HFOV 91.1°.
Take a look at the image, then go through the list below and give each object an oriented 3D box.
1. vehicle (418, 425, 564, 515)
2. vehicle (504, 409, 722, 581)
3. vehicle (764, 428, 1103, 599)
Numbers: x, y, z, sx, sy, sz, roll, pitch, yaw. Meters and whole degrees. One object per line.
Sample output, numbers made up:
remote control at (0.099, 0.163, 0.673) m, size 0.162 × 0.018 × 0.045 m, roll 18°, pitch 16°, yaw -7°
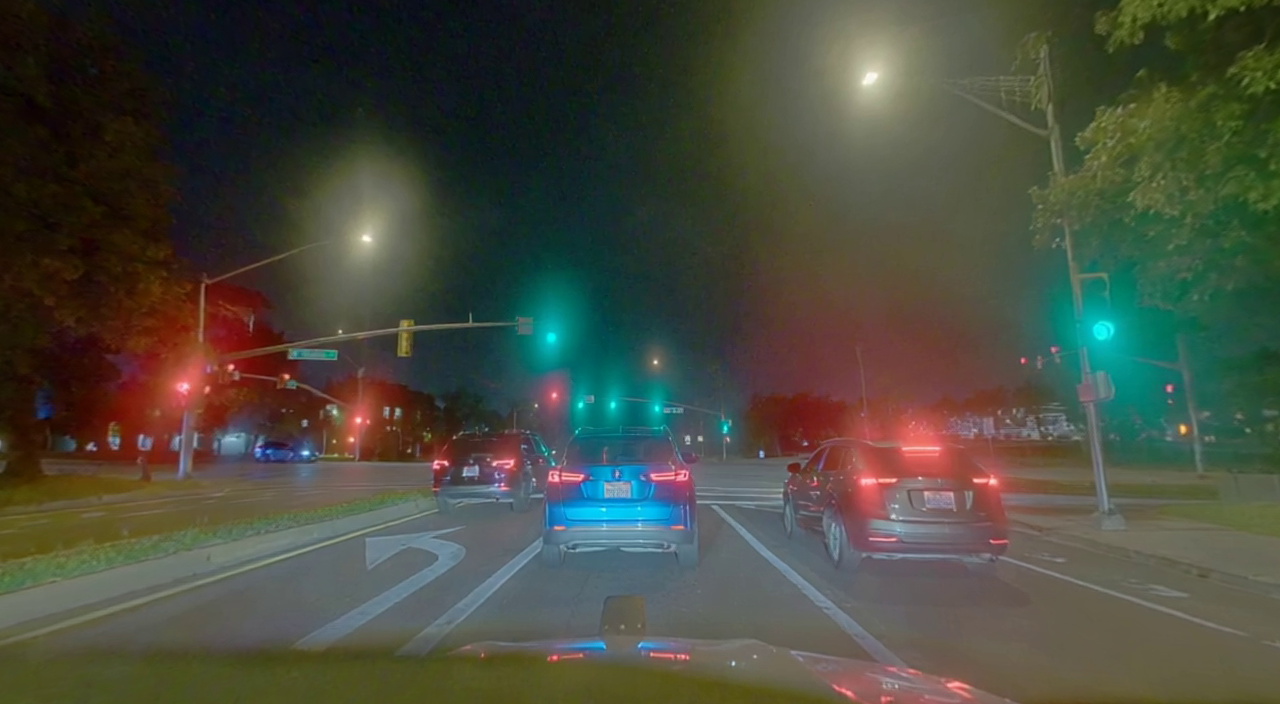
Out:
vehicle at (-3.000, 2.483, 13.640) m, size 1.987 × 1.633 × 4.005 m, roll 0°, pitch -8°, yaw 3°
vehicle at (-0.244, 1.700, 8.277) m, size 2.108 × 1.654 × 4.235 m, roll 0°, pitch -8°, yaw 0°
vehicle at (3.017, 1.750, 7.805) m, size 2.056 × 1.468 × 4.520 m, roll 0°, pitch -8°, yaw 0°
